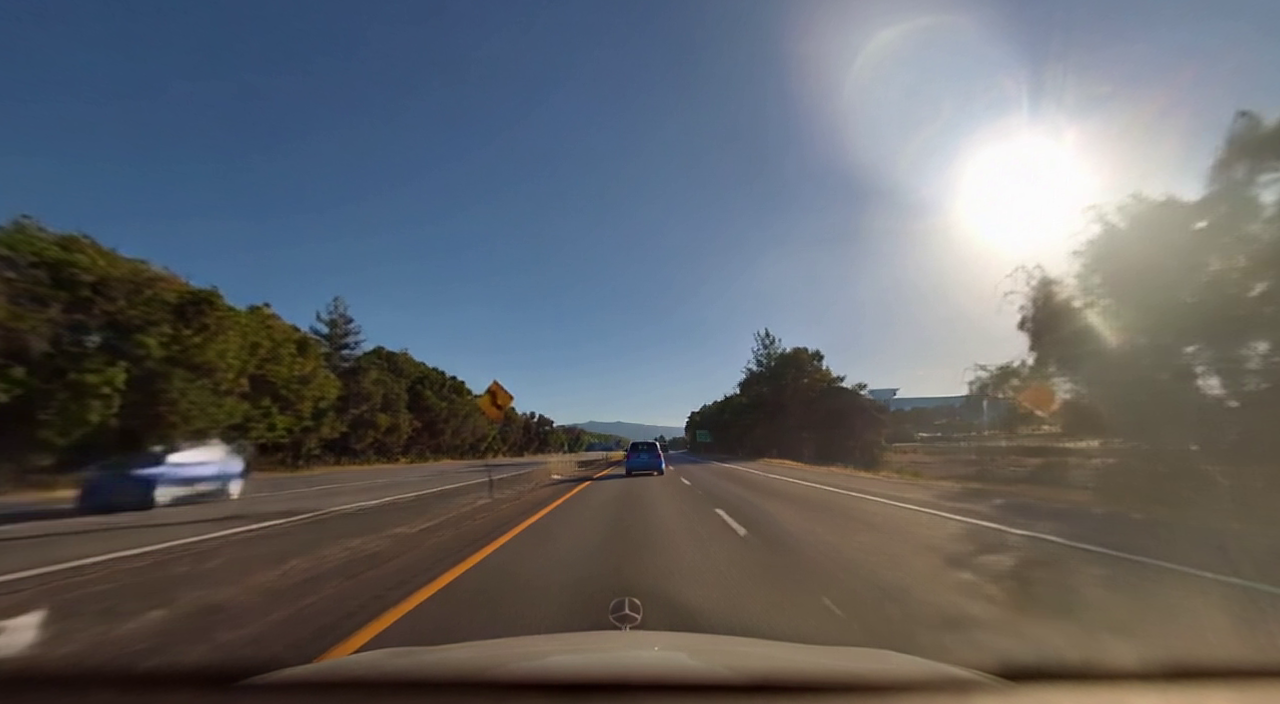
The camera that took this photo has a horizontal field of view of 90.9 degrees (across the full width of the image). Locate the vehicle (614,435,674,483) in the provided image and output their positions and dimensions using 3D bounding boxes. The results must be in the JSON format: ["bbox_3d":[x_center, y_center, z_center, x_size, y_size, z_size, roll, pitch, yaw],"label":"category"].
[{"bbox_3d":[0.157,4.197,24.936,2.190,1.706,4.062,0,-9,0],"label":"vehicle"}]

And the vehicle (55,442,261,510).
[{"bbox_3d":[-12.124,3.129,16.331,1.847,1.486,4.383,0,-9,0],"label":"vehicle"}]
